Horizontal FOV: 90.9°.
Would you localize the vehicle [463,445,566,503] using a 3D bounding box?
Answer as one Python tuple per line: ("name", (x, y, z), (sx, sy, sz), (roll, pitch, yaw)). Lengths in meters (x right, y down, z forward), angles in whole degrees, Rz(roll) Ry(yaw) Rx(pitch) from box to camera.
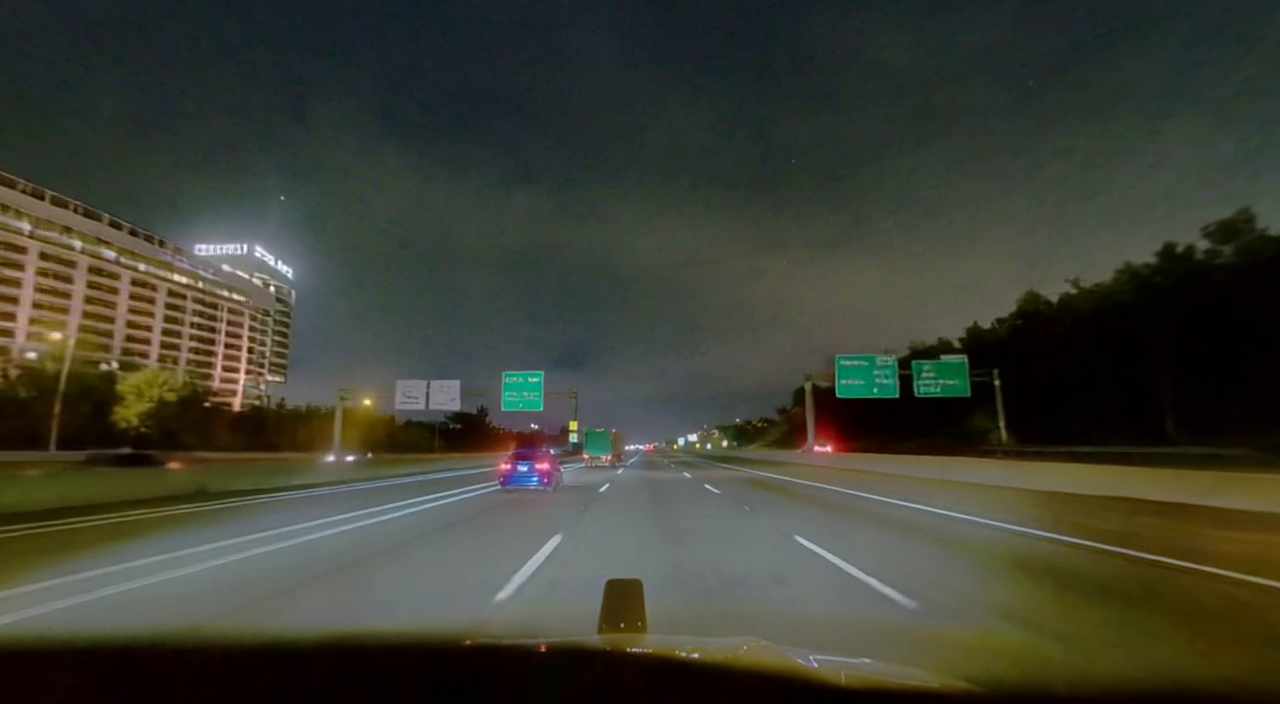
("vehicle", (-3.522, 3.506, 18.573), (2.039, 1.478, 4.483), (0, -9, 1))
